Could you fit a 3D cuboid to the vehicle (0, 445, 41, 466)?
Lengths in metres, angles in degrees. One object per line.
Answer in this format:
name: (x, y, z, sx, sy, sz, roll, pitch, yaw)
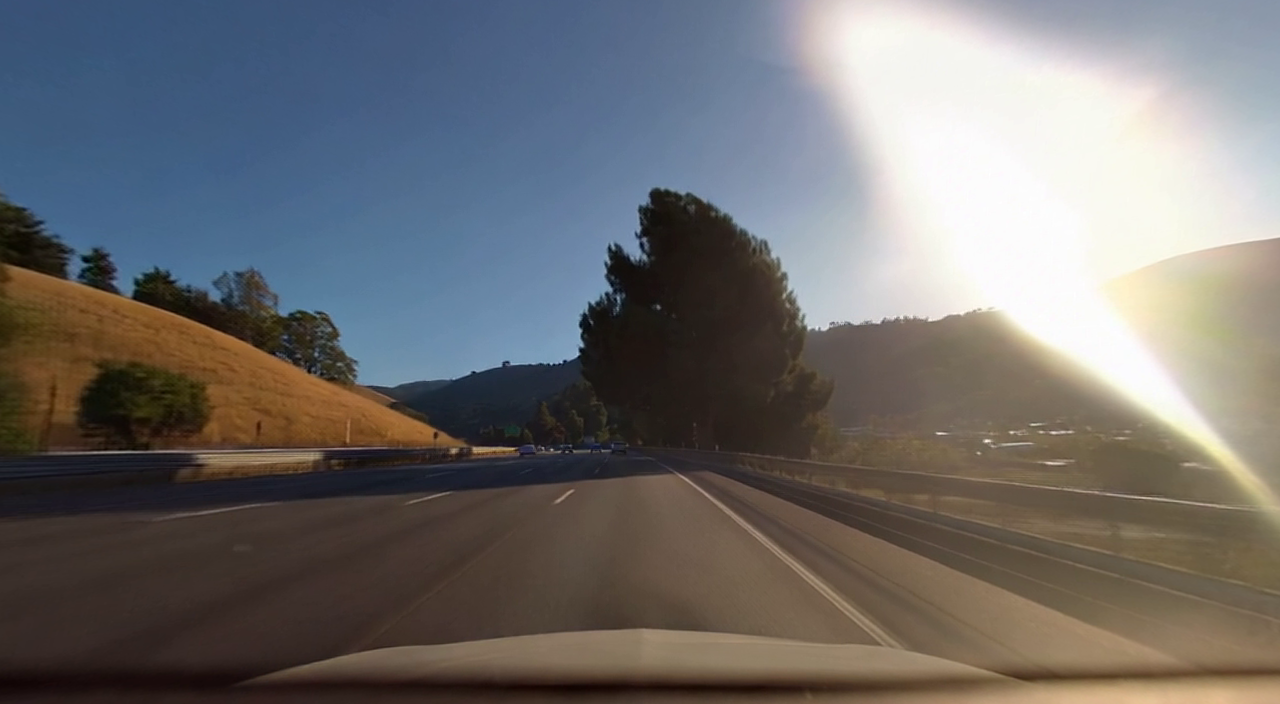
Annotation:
vehicle: (-44.061, 7.132, 43.414, 1.652, 1.413, 4.032, 0, -9, -2)
